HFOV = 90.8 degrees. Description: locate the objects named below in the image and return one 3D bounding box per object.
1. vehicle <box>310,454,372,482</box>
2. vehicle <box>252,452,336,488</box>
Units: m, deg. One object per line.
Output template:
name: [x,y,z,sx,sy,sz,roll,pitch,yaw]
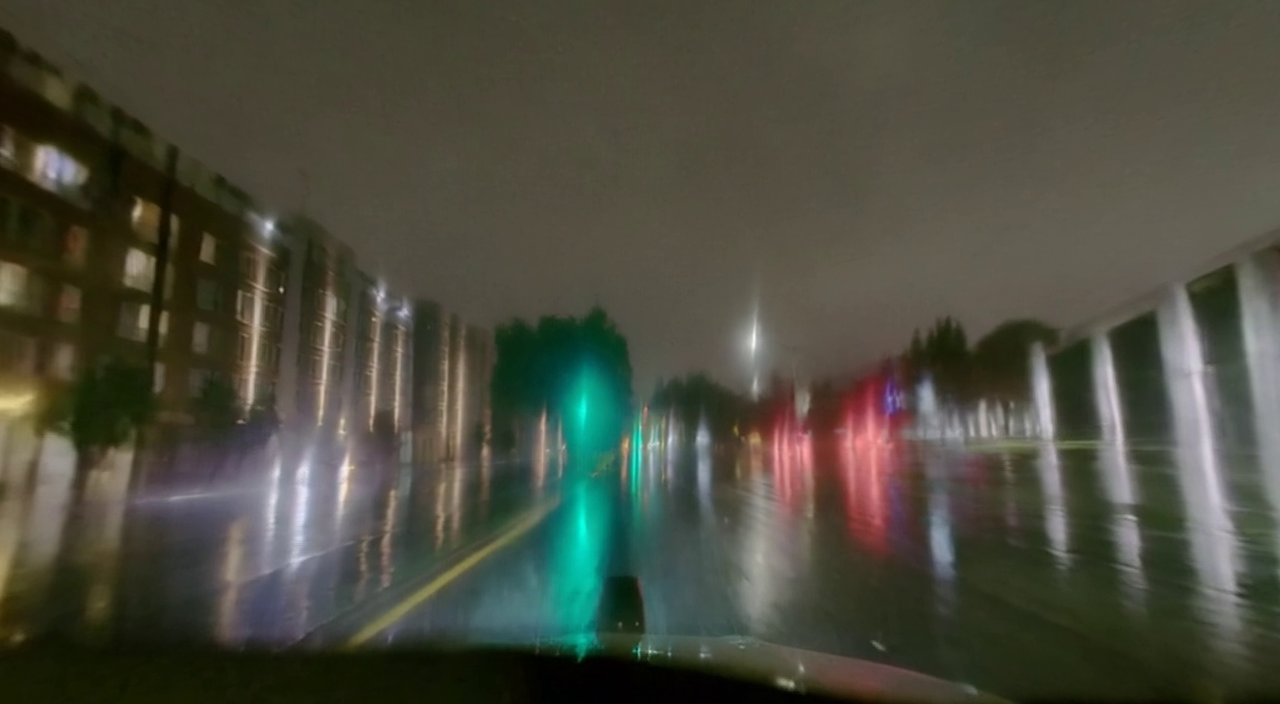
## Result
vehicle: [-19.508,7.556,41.471,1.965,1.665,4.577,-2,-9,-1]
vehicle: [-19.351,6.572,35.625,2.255,1.848,4.617,0,-8,-2]
